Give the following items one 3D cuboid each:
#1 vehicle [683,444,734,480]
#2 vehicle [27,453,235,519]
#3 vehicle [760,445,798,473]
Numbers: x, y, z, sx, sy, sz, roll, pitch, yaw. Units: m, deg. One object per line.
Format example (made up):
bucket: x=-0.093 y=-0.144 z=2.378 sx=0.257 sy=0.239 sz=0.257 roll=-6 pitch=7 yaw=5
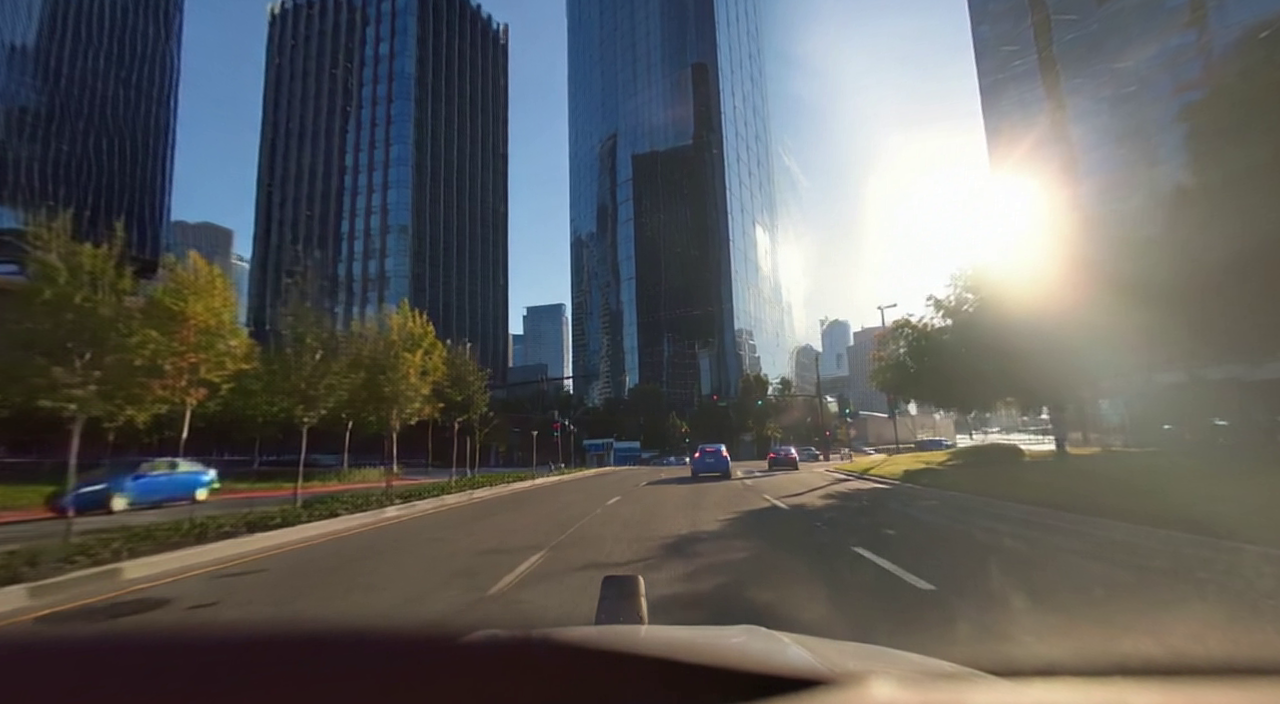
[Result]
vehicle: x=3.160 y=4.975 z=28.607 sx=2.127 sy=1.497 sz=4.020 roll=-1 pitch=-9 yaw=8
vehicle: x=-14.644 y=3.822 z=18.572 sx=1.926 sy=1.619 sz=4.649 roll=-1 pitch=-9 yaw=6
vehicle: x=8.005 y=6.166 z=36.550 sx=1.916 sy=1.492 sz=3.911 roll=-2 pitch=-9 yaw=9
